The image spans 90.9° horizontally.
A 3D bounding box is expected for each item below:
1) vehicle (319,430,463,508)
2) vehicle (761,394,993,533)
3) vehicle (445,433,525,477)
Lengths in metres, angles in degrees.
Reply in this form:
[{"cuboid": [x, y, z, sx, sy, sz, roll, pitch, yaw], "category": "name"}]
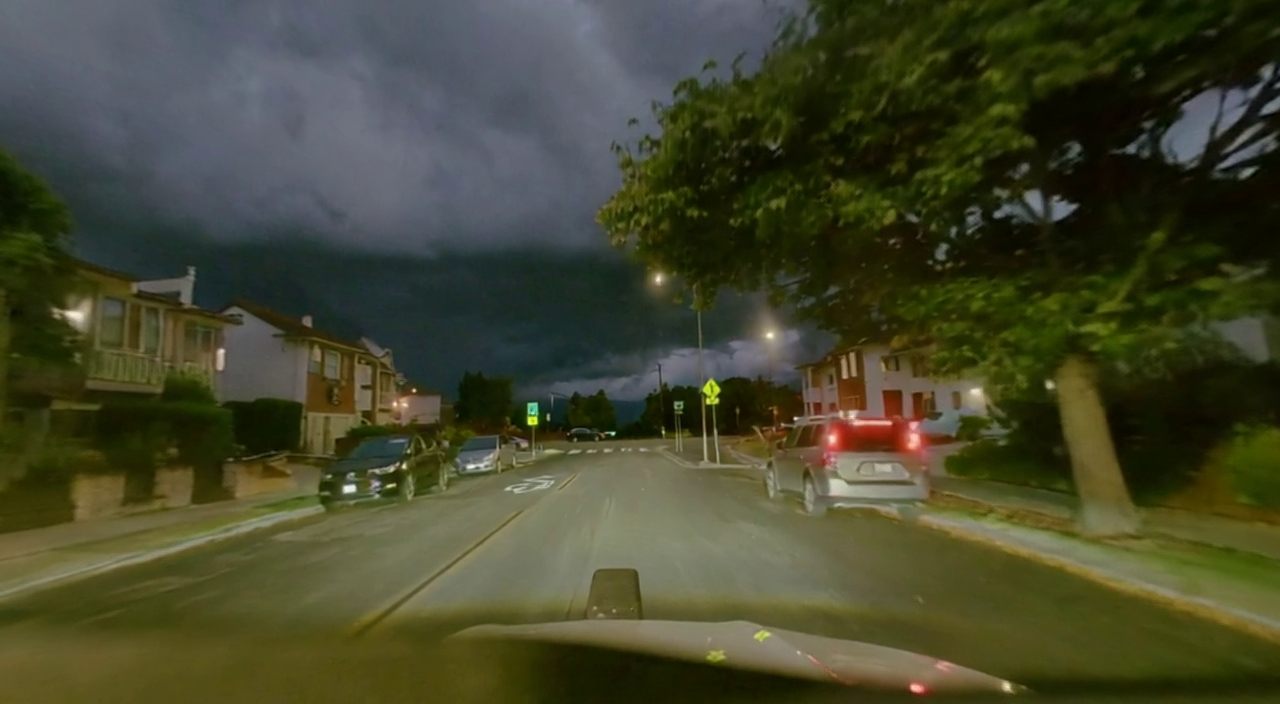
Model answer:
[{"cuboid": [-5.606, 2.614, 14.704, 1.842, 1.540, 3.704, -1, -7, 0], "category": "vehicle"}, {"cuboid": [3.334, 1.658, 10.035, 1.997, 1.663, 4.544, -1, -7, 1], "category": "vehicle"}, {"cuboid": [-5.670, 3.781, 23.547, 1.919, 1.464, 4.155, 0, -8, 0], "category": "vehicle"}]
